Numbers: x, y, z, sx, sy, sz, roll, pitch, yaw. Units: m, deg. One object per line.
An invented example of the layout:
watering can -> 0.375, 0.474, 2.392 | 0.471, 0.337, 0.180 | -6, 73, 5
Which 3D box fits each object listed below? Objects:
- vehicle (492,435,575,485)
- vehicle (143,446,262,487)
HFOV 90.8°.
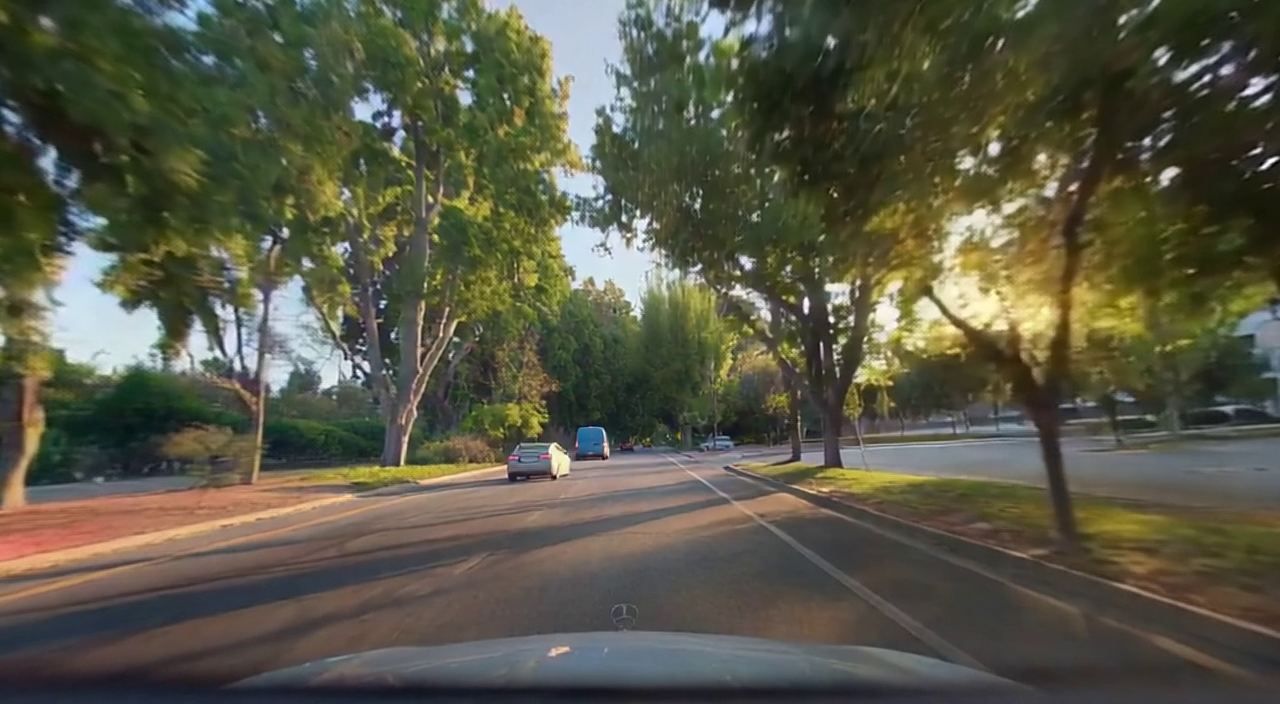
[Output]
vehicle -> -3.418, 3.540, 21.015 | 2.009, 1.473, 4.028 | 0, -8, 1
vehicle -> -19.164, 4.992, 27.989 | 1.965, 1.636, 4.561 | 0, -8, 1
